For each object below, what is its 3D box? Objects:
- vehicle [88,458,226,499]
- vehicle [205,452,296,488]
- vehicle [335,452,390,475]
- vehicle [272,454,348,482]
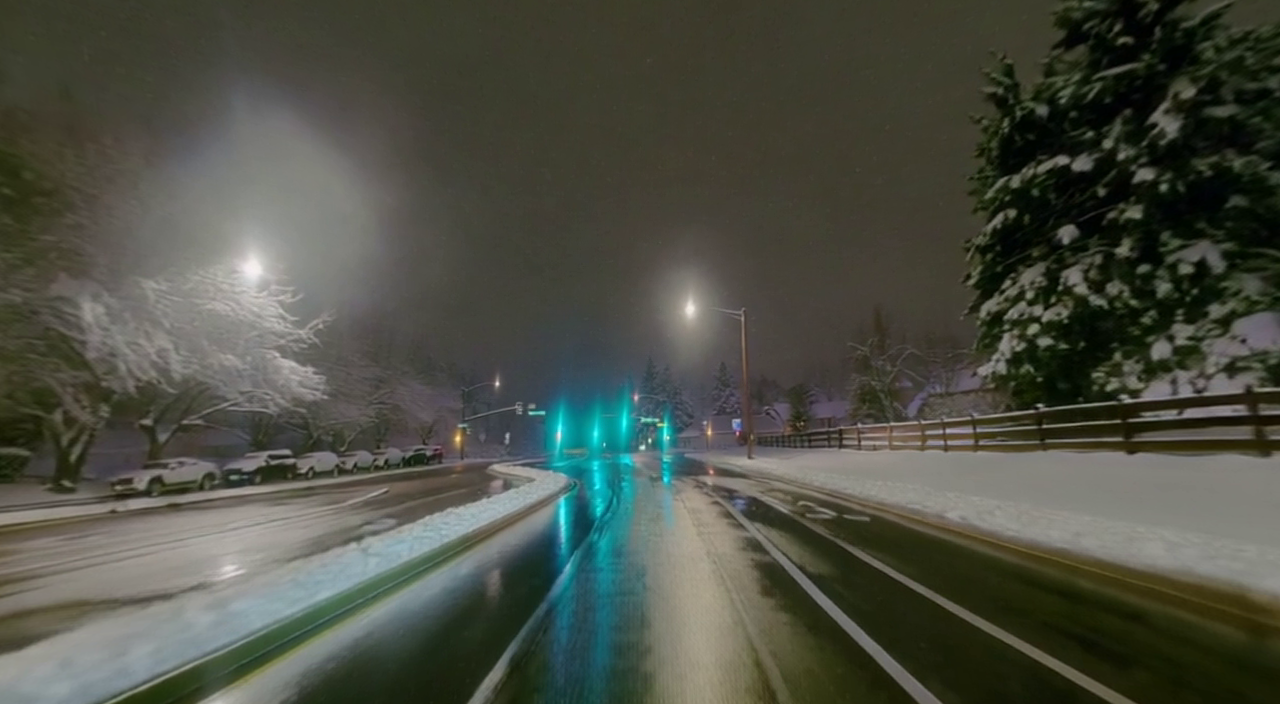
[{"bbox_3d":[-21.560,5.645,28.491,1.919,1.497,5.140,-1,-8,4],"label":"vehicle"},{"bbox_3d":[-21.557,6.496,35.160,1.974,1.704,4.628,1,-8,2],"label":"vehicle"},{"bbox_3d":[-21.198,8.530,48.406,1.883,1.506,4.863,1,-8,2],"label":"vehicle"},{"bbox_3d":[-21.359,7.505,41.094,1.954,1.575,5.225,0,-8,2],"label":"vehicle"}]
